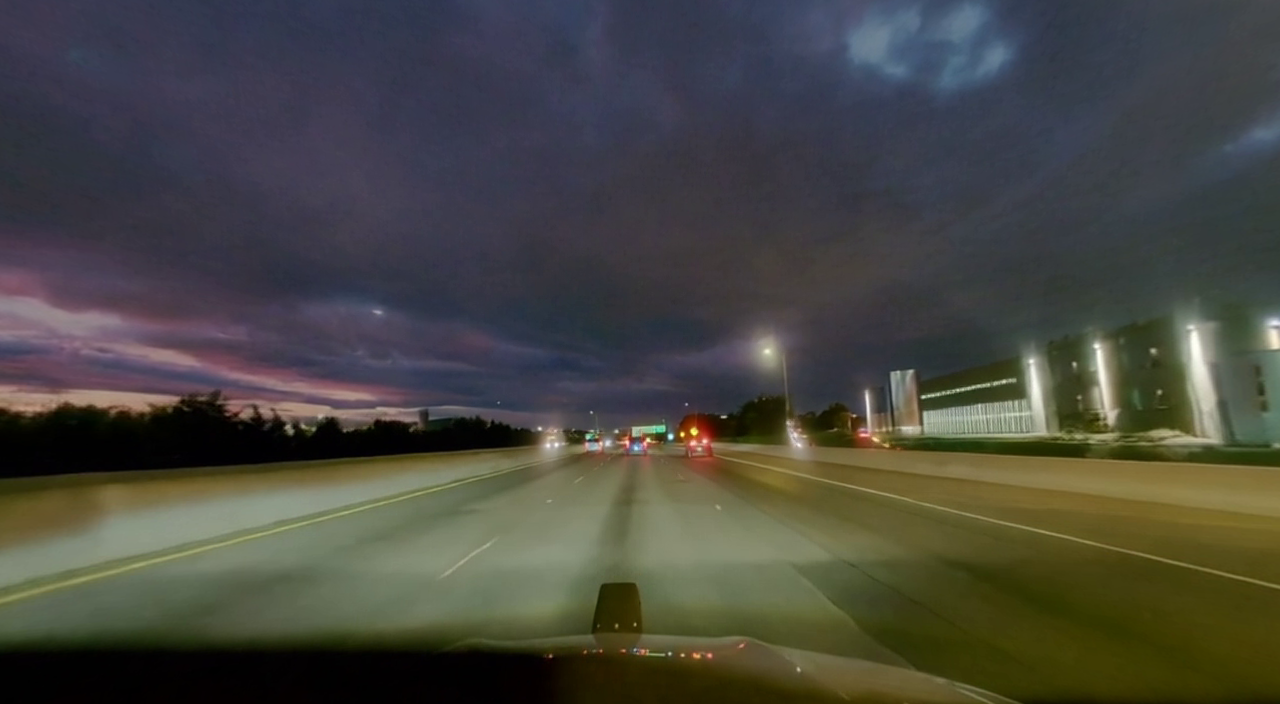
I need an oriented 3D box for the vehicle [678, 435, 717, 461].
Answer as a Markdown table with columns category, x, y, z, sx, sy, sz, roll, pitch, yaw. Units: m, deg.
| category | x | y | z | sx | sy | sz | roll | pitch | yaw |
| --- | --- | --- | --- | --- | --- | --- | --- | --- | --- |
| vehicle | 3.527 | 5.961 | 39.090 | 1.992 | 1.532 | 3.996 | 0 | -8 | -1 |
